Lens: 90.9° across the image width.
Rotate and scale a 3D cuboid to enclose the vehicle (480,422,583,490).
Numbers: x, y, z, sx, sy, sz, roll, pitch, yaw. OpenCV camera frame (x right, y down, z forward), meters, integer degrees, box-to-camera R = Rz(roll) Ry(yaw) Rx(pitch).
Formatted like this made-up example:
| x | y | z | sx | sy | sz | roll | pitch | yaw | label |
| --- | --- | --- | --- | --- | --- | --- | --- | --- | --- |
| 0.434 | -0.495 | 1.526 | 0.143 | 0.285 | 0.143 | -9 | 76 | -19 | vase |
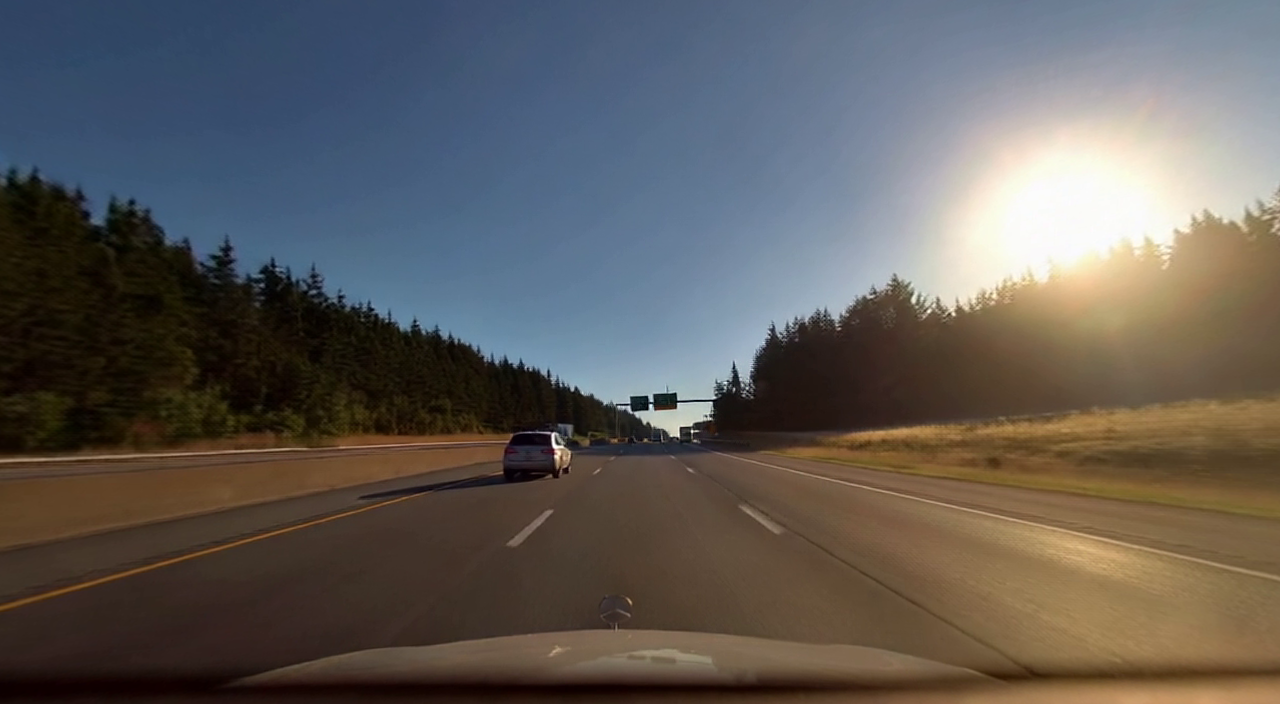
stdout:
| x | y | z | sx | sy | sz | roll | pitch | yaw | label |
| --- | --- | --- | --- | --- | --- | --- | --- | --- | --- |
| -2.858 | 2.825 | 17.538 | 2.084 | 1.654 | 4.080 | 0 | -8 | 1 | vehicle |
